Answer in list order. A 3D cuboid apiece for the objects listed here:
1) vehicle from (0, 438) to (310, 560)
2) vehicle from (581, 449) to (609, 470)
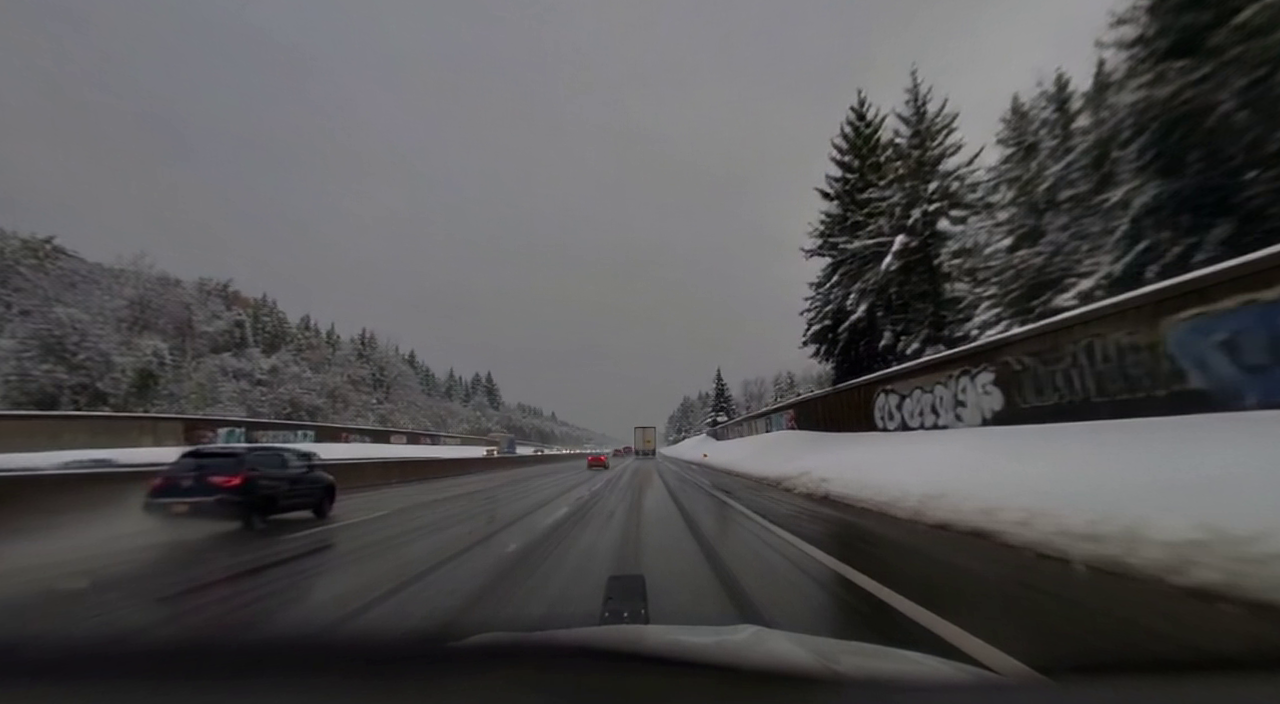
[{"bbox_3d":[-6.613,2.000,9.095,2.027,1.431,3.033,0,-9,0],"label":"vehicle"},{"bbox_3d":[-3.330,8.137,47.767,1.803,1.466,4.509,0,-9,0],"label":"vehicle"}]
